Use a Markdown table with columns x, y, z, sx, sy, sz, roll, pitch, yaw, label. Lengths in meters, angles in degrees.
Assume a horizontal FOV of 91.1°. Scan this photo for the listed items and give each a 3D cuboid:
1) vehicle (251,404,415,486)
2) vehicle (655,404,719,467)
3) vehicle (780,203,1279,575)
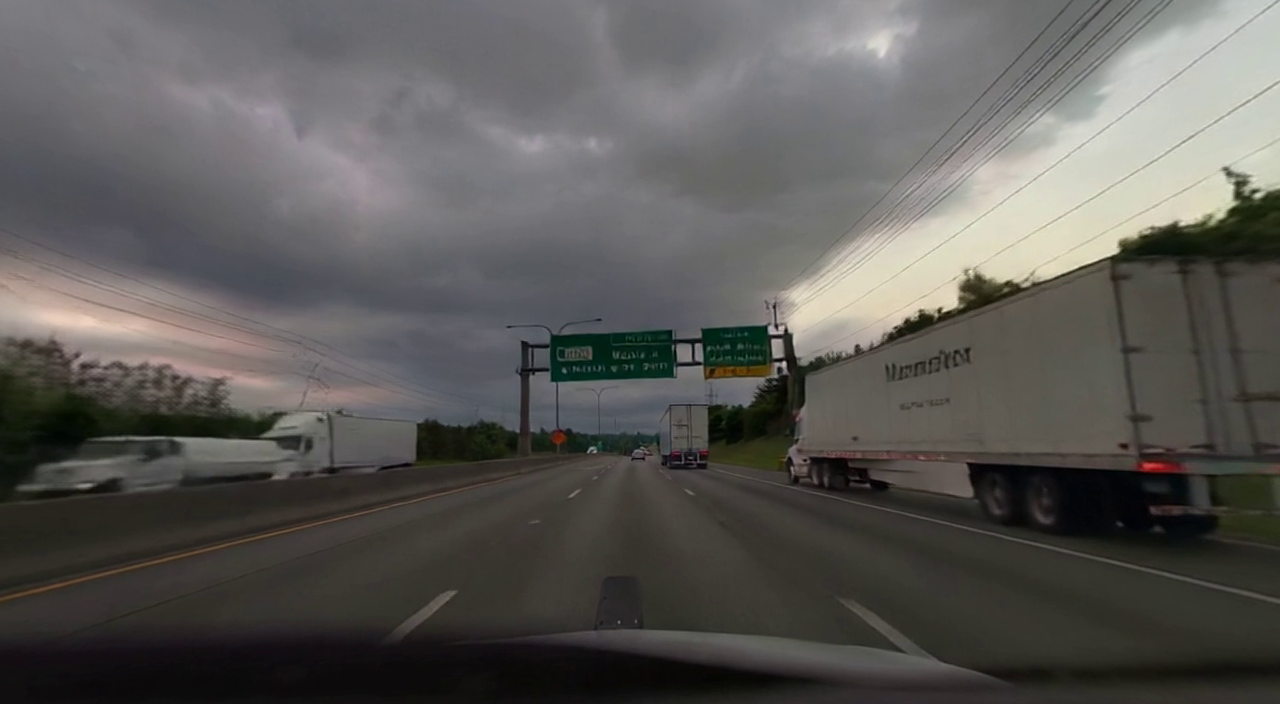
| x | y | z | sx | sy | sz | roll | pitch | yaw | label |
| --- | --- | --- | --- | --- | --- | --- | --- | --- | --- |
| -19.548 | 6.278 | 42.235 | 2.863 | 4.358 | 16.366 | 0 | -9 | 0 | vehicle |
| 3.235 | 6.682 | 49.157 | 3.202 | 4.046 | 17.146 | 0 | -9 | -1 | vehicle |
| 7.231 | 1.626 | 15.571 | 3.400 | 4.134 | 17.388 | 0 | -9 | 0 | vehicle |
